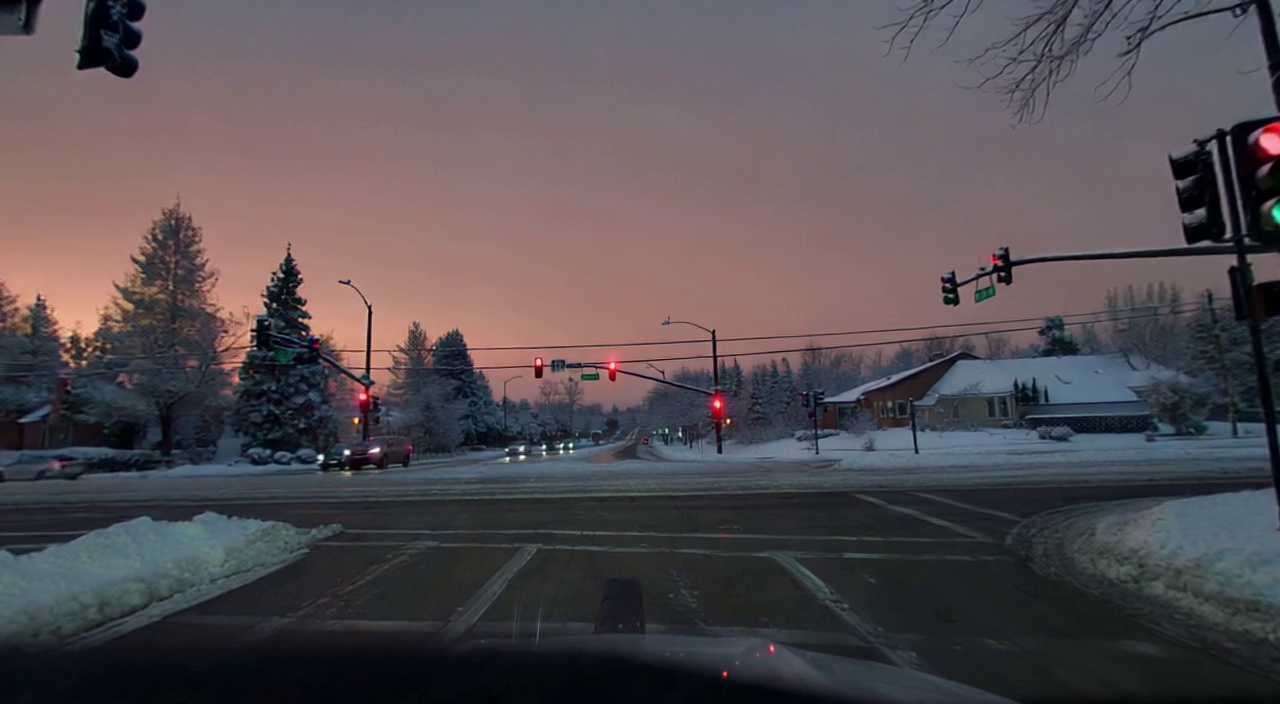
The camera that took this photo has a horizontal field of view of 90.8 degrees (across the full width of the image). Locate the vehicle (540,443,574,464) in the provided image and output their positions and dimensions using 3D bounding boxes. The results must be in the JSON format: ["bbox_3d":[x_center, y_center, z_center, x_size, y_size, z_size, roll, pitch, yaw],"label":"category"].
[{"bbox_3d":[-6.114,7.524,47.050,1.936,1.444,4.168,0,-8,0],"label":"vehicle"}]

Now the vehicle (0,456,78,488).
[{"bbox_3d":[-35.333,6.813,36.057,4.706,1.710,1.932,-1,-8,4],"label":"vehicle"}]
